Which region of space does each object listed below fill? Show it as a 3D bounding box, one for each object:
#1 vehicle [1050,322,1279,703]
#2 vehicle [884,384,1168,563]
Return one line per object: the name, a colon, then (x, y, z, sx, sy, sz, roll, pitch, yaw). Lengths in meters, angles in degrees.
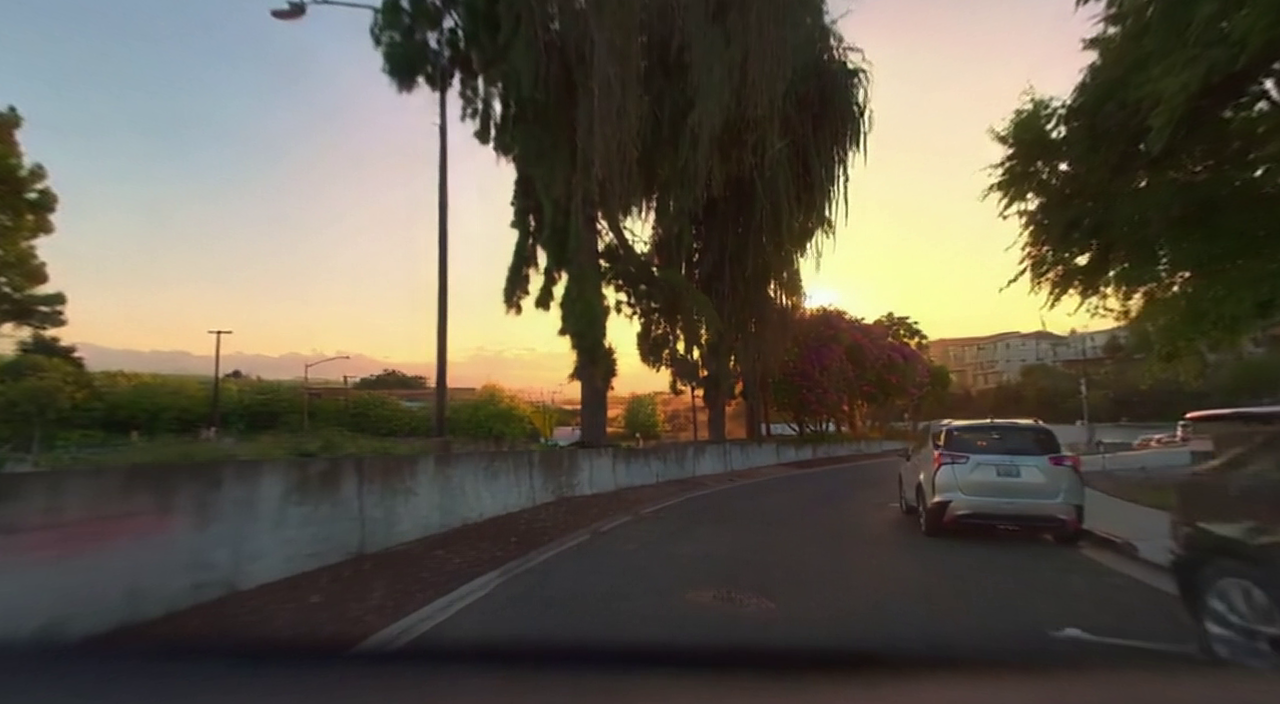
vehicle: (3.830, 0.679, 1.959, 2.168, 1.846, 4.794, -1, -9, 5)
vehicle: (5.524, 1.814, 10.227, 2.483, 1.978, 5.802, -3, -9, 17)
